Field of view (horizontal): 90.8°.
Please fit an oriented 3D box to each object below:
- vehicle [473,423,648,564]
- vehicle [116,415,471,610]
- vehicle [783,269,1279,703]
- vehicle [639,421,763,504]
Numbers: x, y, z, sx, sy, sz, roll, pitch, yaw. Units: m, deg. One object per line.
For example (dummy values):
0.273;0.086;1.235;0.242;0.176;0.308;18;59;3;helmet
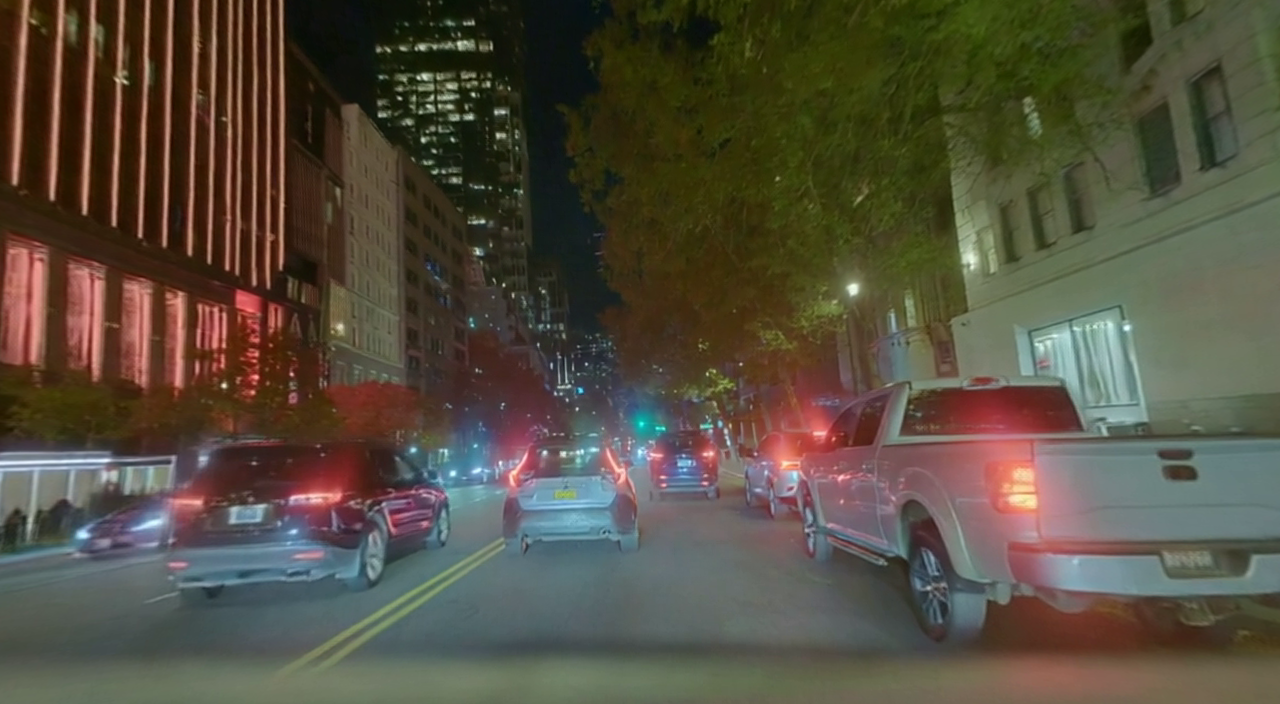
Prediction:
-0.924;1.991;9.603;2.076;1.667;3.948;0;-9;1;vehicle
-3.906;1.867;8.363;2.000;1.818;4.668;0;-9;0;vehicle
2.992;1.036;5.368;2.225;2.070;5.264;0;-9;-1;vehicle
1.893;3.039;17.759;2.352;1.953;4.798;-3;-9;19;vehicle
